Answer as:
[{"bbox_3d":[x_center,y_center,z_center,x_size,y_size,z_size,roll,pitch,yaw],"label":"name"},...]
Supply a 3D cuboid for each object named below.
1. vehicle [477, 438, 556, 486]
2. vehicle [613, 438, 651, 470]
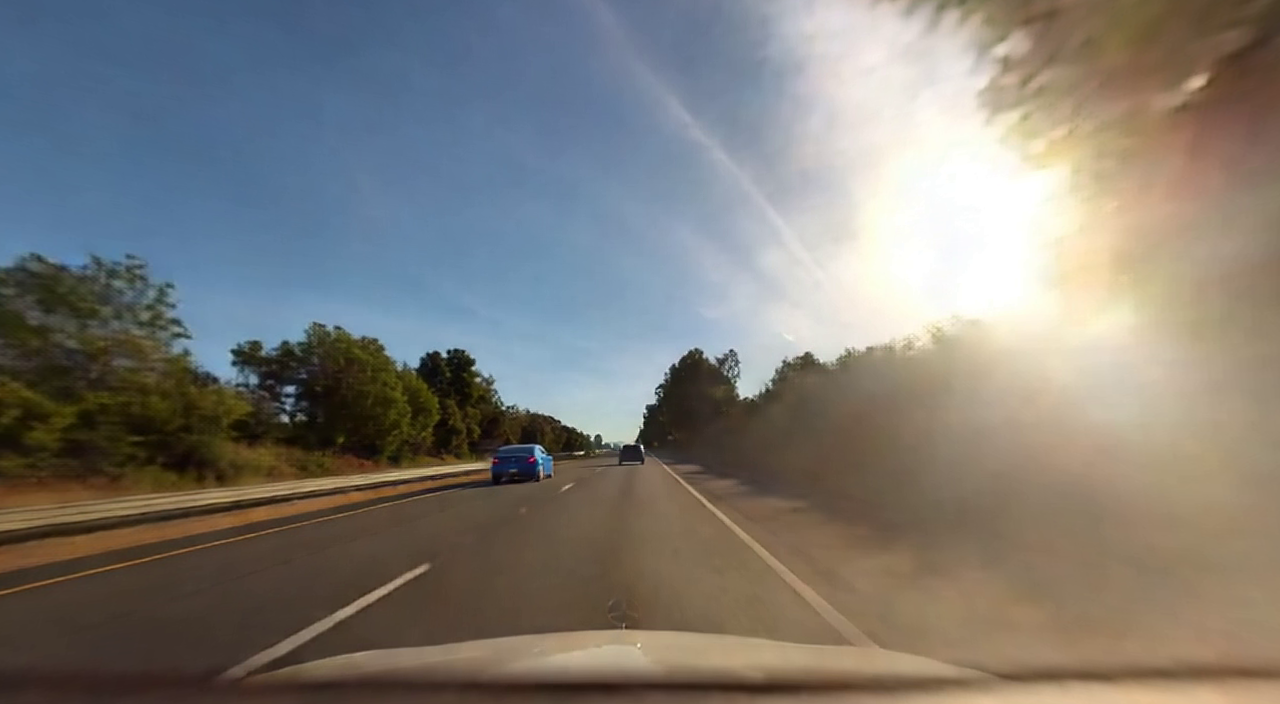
[{"bbox_3d":[-4.546,4.118,23.868,2.113,1.656,4.215,0,-9,1],"label":"vehicle"},{"bbox_3d":[-0.453,6.053,37.561,2.126,1.786,3.958,0,-9,-1],"label":"vehicle"}]
